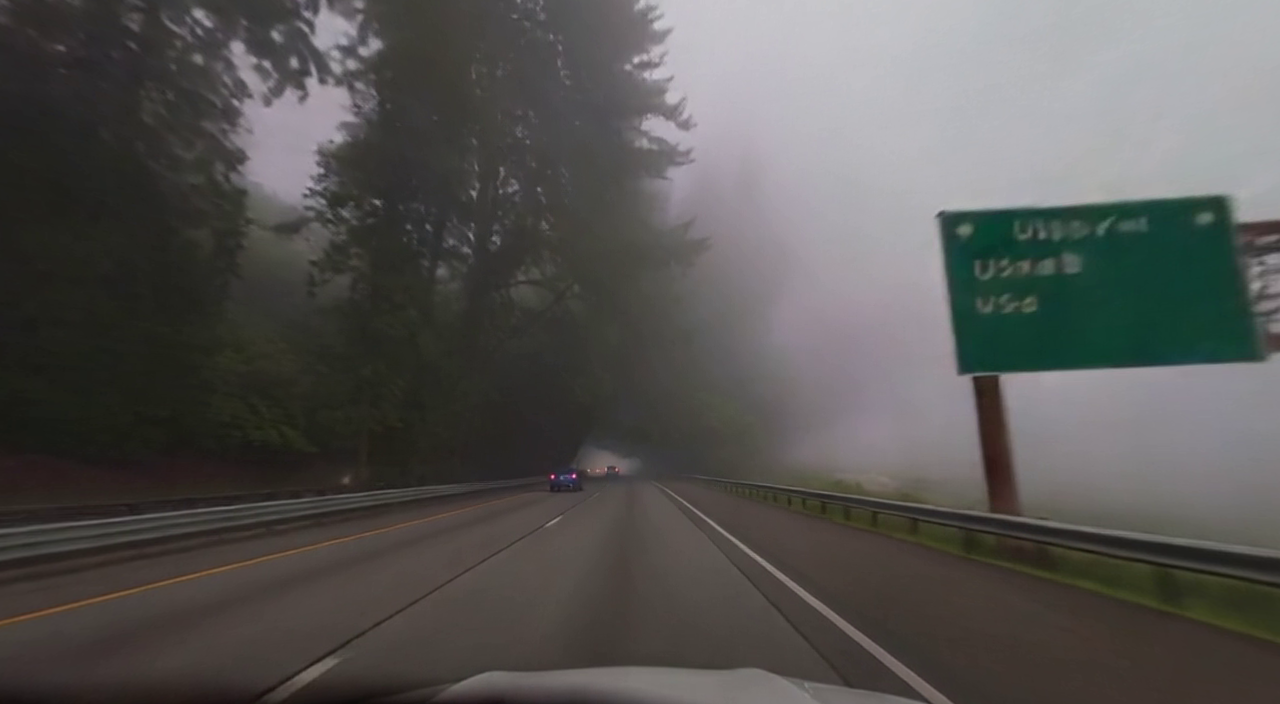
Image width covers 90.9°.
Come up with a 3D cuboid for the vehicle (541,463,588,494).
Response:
[{"bbox_3d":[-3.974,6.779,33.815,1.954,1.509,4.094,0,-11,1],"label":"vehicle"}]

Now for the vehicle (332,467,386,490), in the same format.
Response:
[{"bbox_3d":[-20.949,9.464,47.153,1.889,1.591,4.871,1,-11,-1],"label":"vehicle"}]
